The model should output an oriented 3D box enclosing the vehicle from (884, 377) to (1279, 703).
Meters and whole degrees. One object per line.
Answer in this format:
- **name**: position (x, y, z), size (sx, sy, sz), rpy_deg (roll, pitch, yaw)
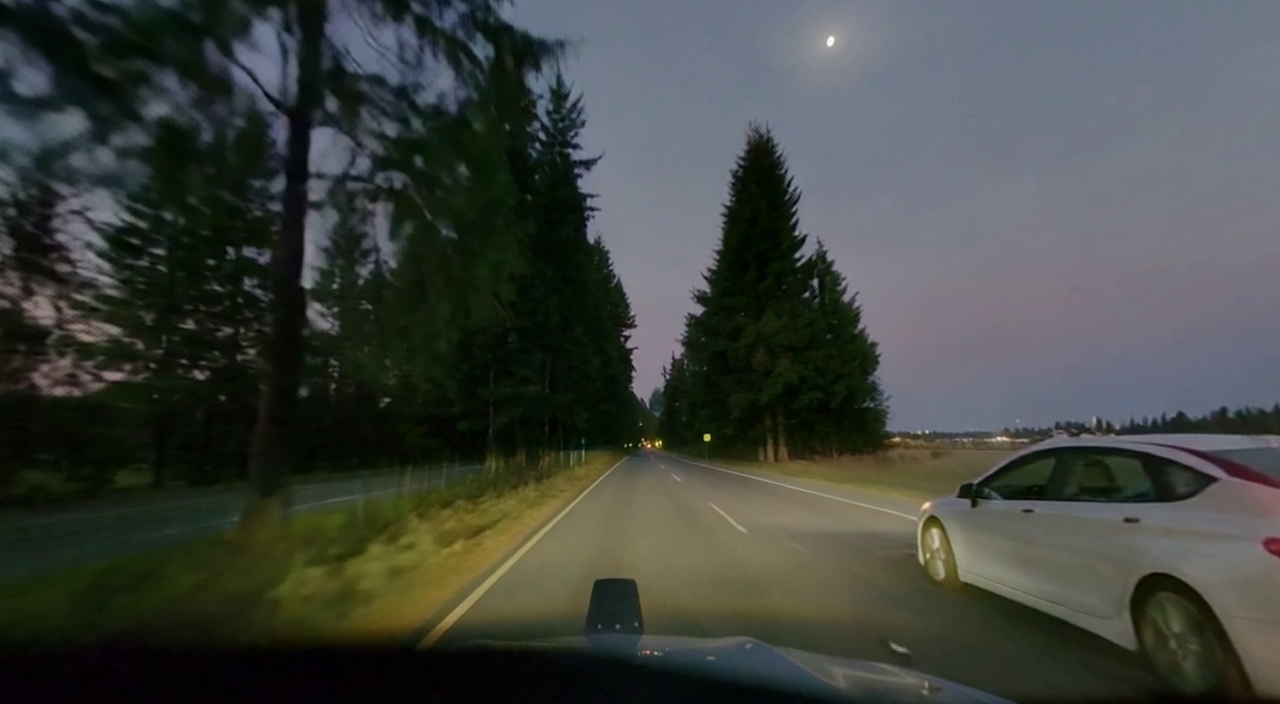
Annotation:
- **vehicle**: position (3.604, 1.162, 4.293), size (2.060, 1.584, 4.592), rpy_deg (0, -9, 0)
